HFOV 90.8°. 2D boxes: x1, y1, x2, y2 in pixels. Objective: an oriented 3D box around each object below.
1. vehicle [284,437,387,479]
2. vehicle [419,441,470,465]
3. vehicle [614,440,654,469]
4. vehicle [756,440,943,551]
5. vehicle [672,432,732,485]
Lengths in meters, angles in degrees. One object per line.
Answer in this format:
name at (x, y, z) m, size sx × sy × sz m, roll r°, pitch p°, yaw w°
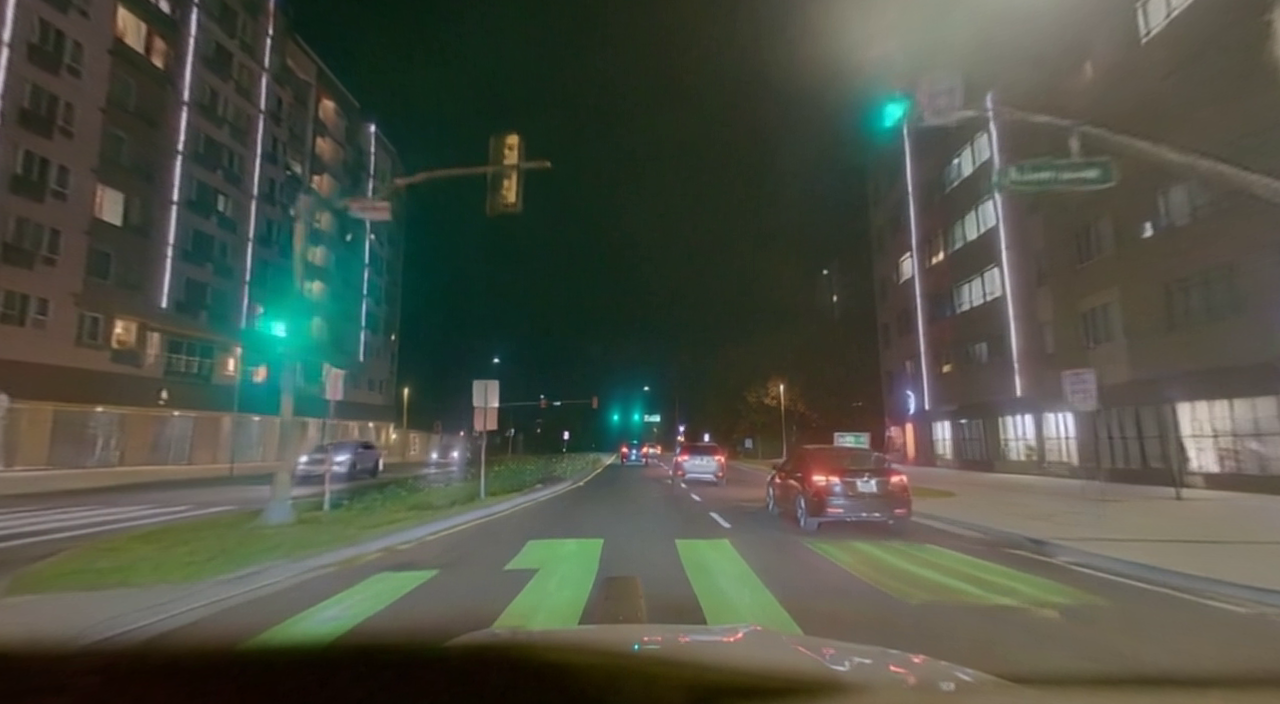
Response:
vehicle at (-12.232, 4.284, 25.799) m, size 1.969 × 1.566 × 4.549 m, roll 0°, pitch -8°, yaw -1°
vehicle at (-12.763, 6.623, 41.538) m, size 1.926 × 1.446 × 4.565 m, roll 0°, pitch -8°, yaw 0°
vehicle at (-0.359, 5.585, 34.650) m, size 2.059 × 1.492 × 3.925 m, roll 0°, pitch -8°, yaw -1°
vehicle at (3.490, 2.438, 11.494) m, size 1.906 × 1.608 × 4.137 m, roll 0°, pitch -8°, yaw -1°
vehicle at (2.490, 4.408, 26.509) m, size 2.206 × 1.858 × 5.332 m, roll 2°, pitch -8°, yaw 4°
